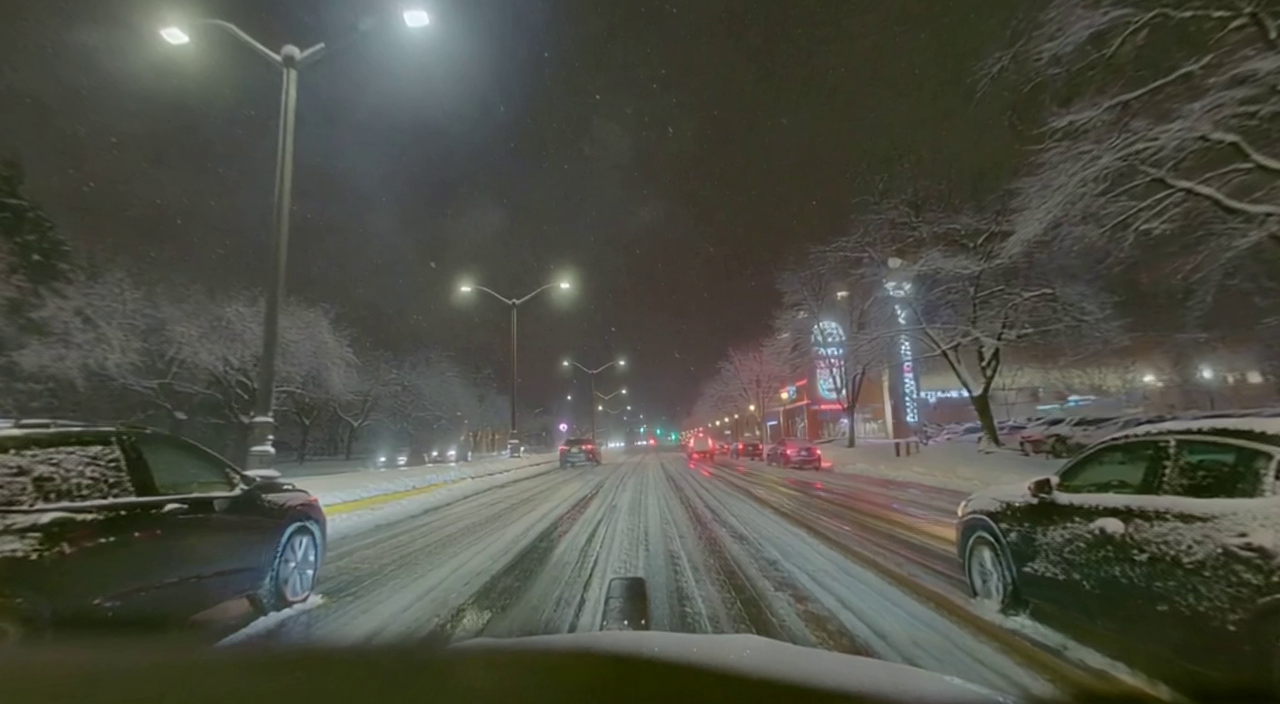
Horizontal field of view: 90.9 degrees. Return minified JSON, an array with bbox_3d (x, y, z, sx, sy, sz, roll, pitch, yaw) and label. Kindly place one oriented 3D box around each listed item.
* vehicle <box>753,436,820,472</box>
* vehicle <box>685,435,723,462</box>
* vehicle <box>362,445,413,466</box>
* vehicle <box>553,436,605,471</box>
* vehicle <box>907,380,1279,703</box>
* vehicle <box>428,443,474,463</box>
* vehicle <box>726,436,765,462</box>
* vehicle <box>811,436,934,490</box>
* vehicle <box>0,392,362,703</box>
[{"bbox_3d":[7.199,5.034,31.362,2.077,1.666,4.342,0,-8,-3],"label":"vehicle"},{"bbox_3d":[4.274,6.528,42.753,2.007,1.683,4.171,0,-8,-1],"label":"vehicle"},{"bbox_3d":[-18.771,7.723,47.092,1.911,1.482,4.430,-1,-8,1],"label":"vehicle"},{"bbox_3d":[-2.821,4.825,30.127,1.917,1.511,4.436,-1,-8,1],"label":"vehicle"},{"bbox_3d":[3.211,0.957,2.906,1.981,1.499,4.536,0,-8,0],"label":"vehicle"},{"bbox_3d":[-14.725,7.863,49.268,2.177,1.519,4.307,-1,-8,1],"label":"vehicle"},{"bbox_3d":[7.791,7.201,46.844,2.003,1.789,4.718,0,-8,-1],"label":"vehicle"},{"bbox_3d":[7.329,3.538,20.549,2.033,1.540,4.923,0,-8,-1],"label":"vehicle"},{"bbox_3d":[-3.681,1.032,3.279,2.155,1.504,4.776,-1,-8,2],"label":"vehicle"}]
